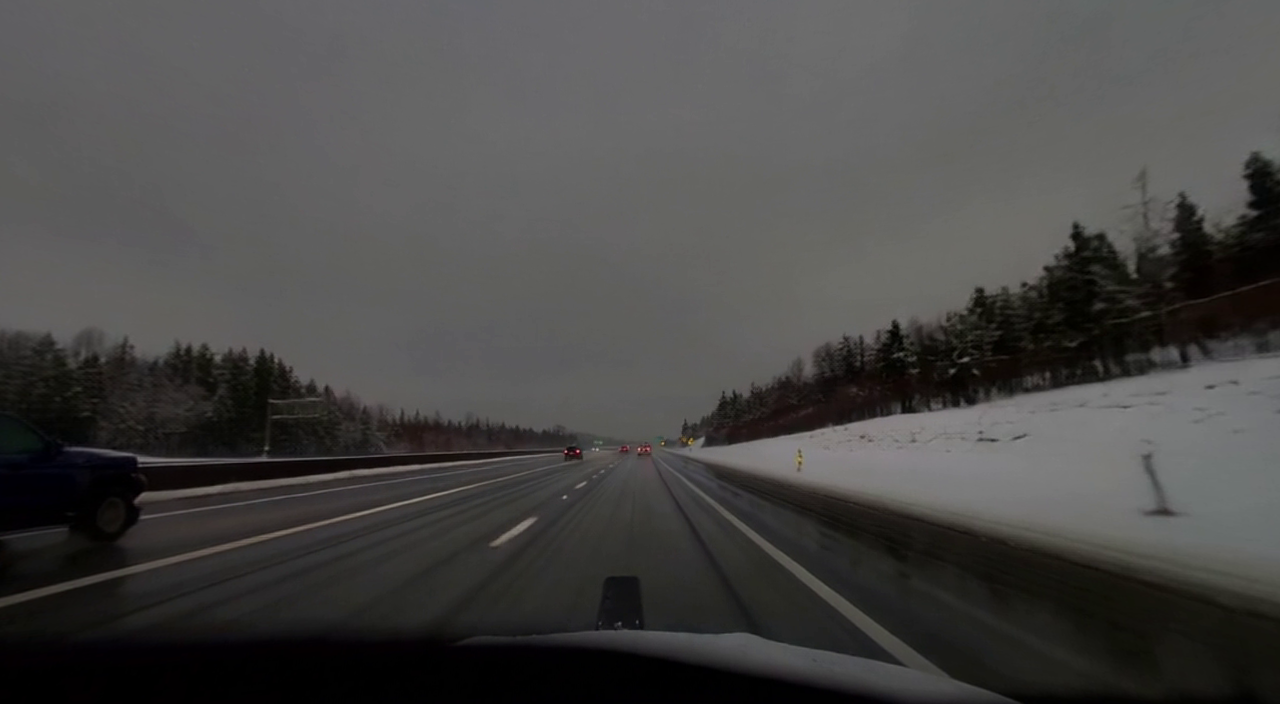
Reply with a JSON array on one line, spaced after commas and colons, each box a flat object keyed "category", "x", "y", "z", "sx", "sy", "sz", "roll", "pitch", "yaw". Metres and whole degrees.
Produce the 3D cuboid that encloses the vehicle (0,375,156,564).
[{"category": "vehicle", "x": -7.758, "y": 1.140, "z": 6.065, "sx": 2.163, "sy": 1.947, "sz": 4.959, "roll": 0, "pitch": -9, "yaw": 0}]
